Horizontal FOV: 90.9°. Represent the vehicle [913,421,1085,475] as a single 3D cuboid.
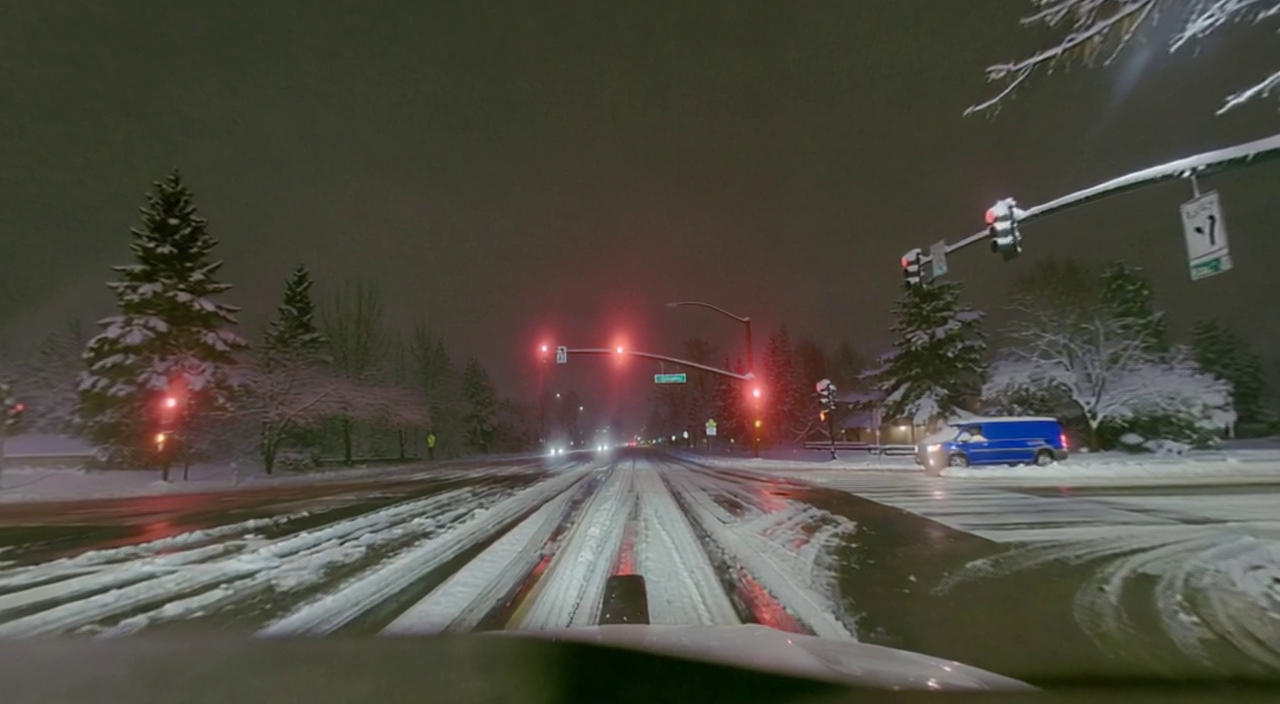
[{"bbox_3d":[12.424,3.363,22.090,4.790,1.798,1.909,0,-8,1],"label":"vehicle"}]
